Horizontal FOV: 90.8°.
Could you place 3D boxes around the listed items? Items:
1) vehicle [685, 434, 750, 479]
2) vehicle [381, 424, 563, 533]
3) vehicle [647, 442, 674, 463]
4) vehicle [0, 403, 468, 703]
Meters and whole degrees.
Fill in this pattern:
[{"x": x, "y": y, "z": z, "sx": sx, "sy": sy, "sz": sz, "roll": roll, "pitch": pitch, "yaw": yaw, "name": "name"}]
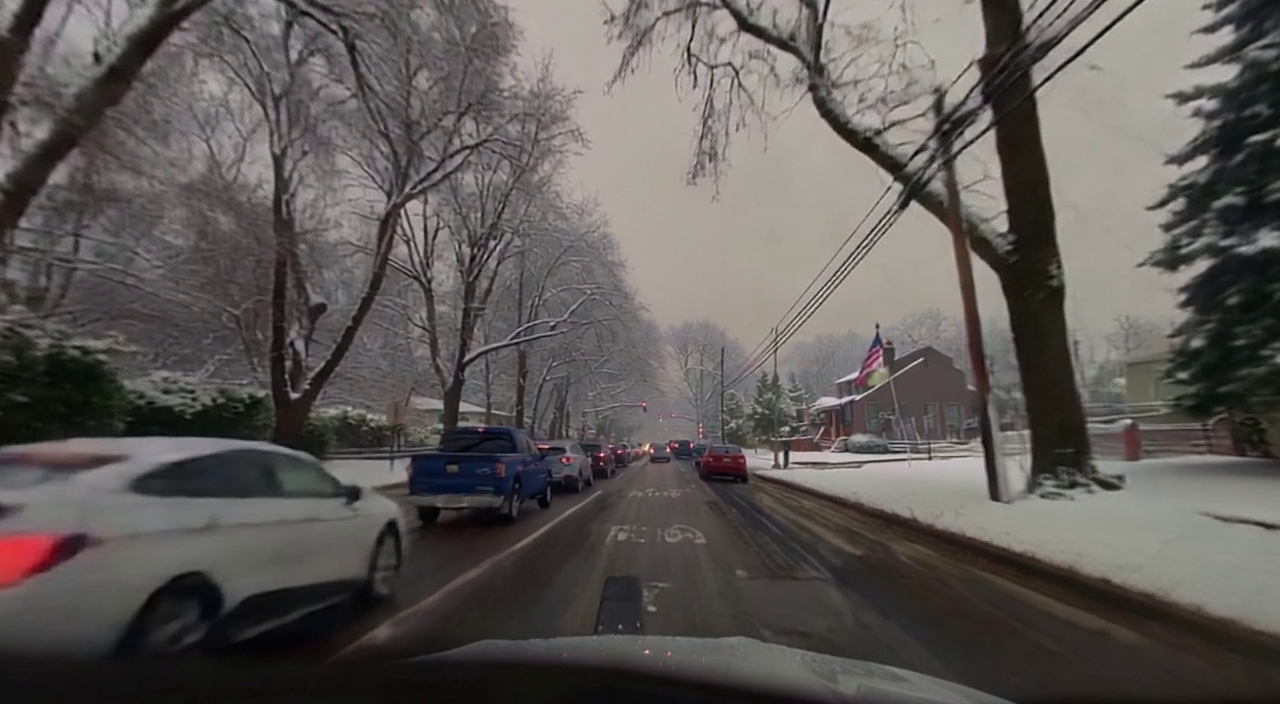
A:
[{"x": 3.131, "y": 4.353, "z": 26.564, "sx": 2.258, "sy": 1.682, "sz": 4.635, "roll": 0, "pitch": -9, "yaw": 1, "name": "vehicle"}, {"x": -2.842, "y": 2.273, "z": 11.936, "sx": 1.971, "sy": 1.639, "sz": 4.487, "roll": -1, "pitch": -9, "yaw": 3, "name": "vehicle"}, {"x": 1.531, "y": 7.407, "z": 46.632, "sx": 1.927, "sy": 1.453, "sz": 3.848, "roll": -1, "pitch": -9, "yaw": 3, "name": "vehicle"}, {"x": -2.762, "y": 1.228, "z": 4.323, "sx": 1.807, "sy": 1.475, "sz": 3.952, "roll": -1, "pitch": -9, "yaw": 4, "name": "vehicle"}]
